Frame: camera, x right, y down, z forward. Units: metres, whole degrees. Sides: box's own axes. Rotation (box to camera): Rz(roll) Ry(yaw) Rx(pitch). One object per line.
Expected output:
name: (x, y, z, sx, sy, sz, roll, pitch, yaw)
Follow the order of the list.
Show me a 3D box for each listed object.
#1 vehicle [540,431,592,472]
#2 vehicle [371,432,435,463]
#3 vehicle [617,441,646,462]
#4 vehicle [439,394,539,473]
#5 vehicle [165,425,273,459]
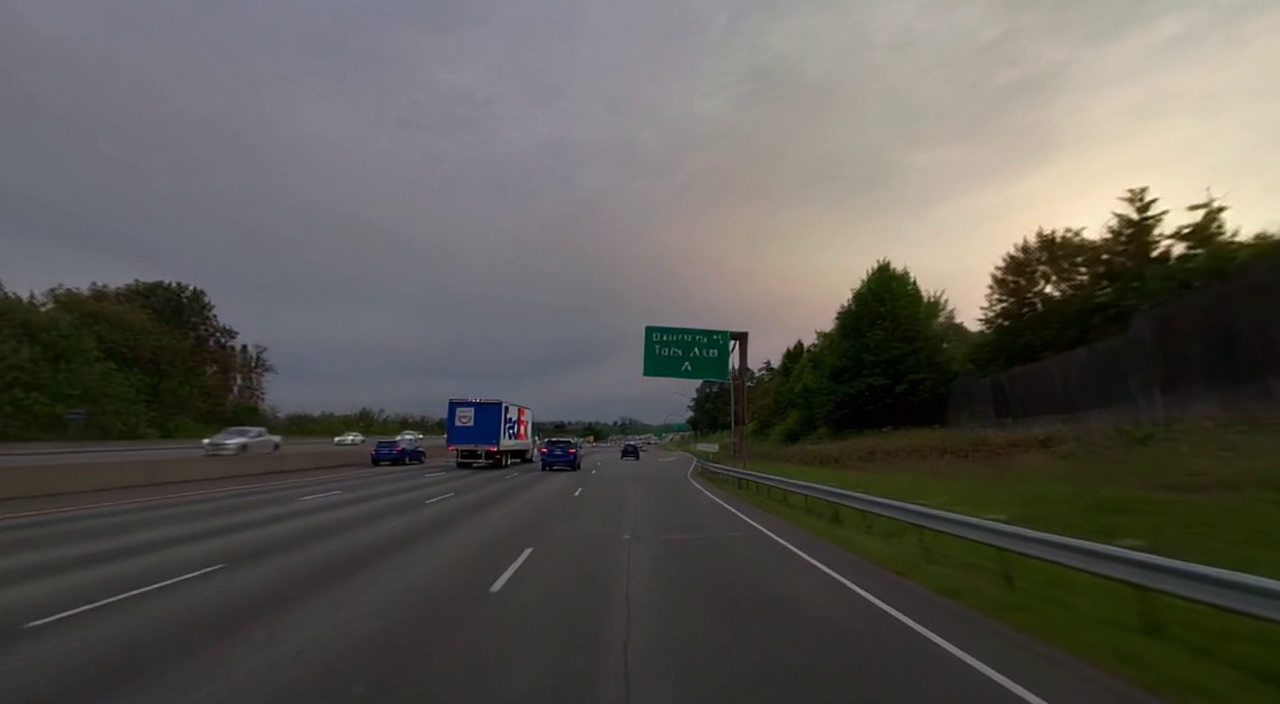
vehicle: (-3.619, 4.979, 31.679, 2.170, 1.886, 4.628, 0, -9, -1)
vehicle: (-13.646, 5.555, 36.680, 2.018, 1.668, 4.409, 0, -9, -1)
vehicle: (-0.680, 7.520, 47.630, 2.043, 1.489, 3.839, 0, -9, -2)
vehicle: (-6.985, 4.040, 30.681, 2.870, 3.266, 8.589, 0, -9, -1)
vehicle: (-23.256, 5.031, 35.272, 2.162, 1.730, 5.777, 0, -9, -1)
